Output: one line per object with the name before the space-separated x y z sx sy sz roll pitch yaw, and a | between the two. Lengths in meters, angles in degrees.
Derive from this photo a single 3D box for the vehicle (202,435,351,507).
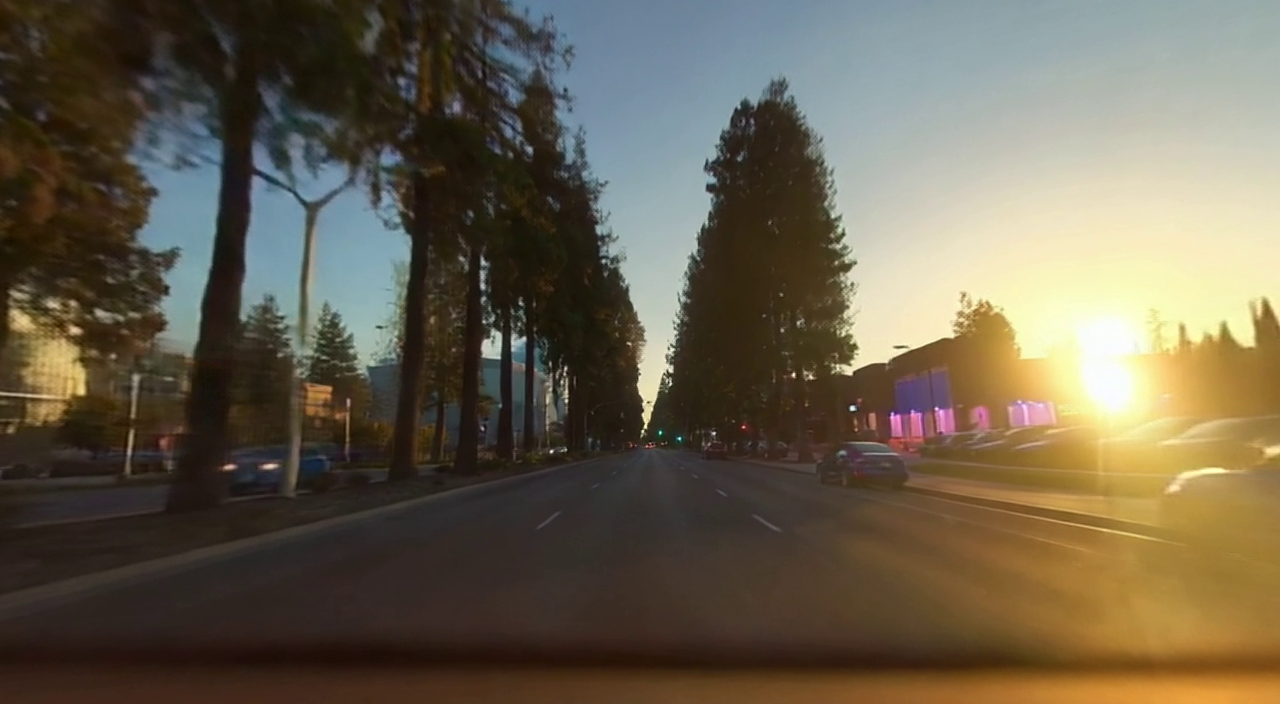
vehicle | -12.185 3.980 21.633 2.157 2.139 4.800 0 -8 0

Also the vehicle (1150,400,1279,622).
vehicle | 7.068 1.317 4.774 2.157 2.057 4.994 0 -8 0

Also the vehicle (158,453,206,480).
vehicle | -34.012 8.496 46.776 2.077 1.851 4.582 7 -13 -44

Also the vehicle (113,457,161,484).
vehicle | -35.662 8.332 44.627 4.285 1.747 2.044 -8 -12 44

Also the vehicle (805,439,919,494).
vehicle | 7.235 3.777 21.184 2.122 1.602 4.928 0 -8 1
